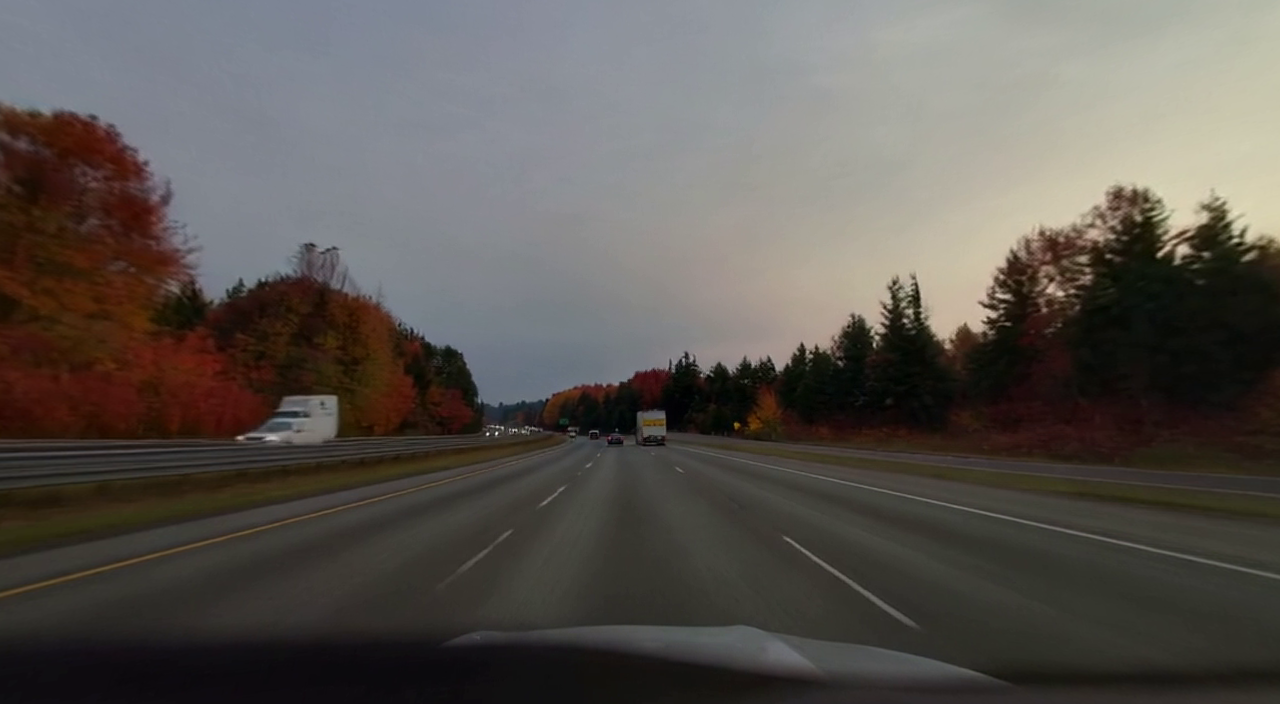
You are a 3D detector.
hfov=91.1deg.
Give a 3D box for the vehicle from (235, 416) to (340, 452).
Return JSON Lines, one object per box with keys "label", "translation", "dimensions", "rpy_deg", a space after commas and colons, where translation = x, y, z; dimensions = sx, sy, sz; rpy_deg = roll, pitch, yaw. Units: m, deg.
{"label": "vehicle", "translation": [-21.100, 4.990, 38.058], "dimensions": [2.905, 1.965, 6.093], "rpy_deg": [0, -8, -1]}
